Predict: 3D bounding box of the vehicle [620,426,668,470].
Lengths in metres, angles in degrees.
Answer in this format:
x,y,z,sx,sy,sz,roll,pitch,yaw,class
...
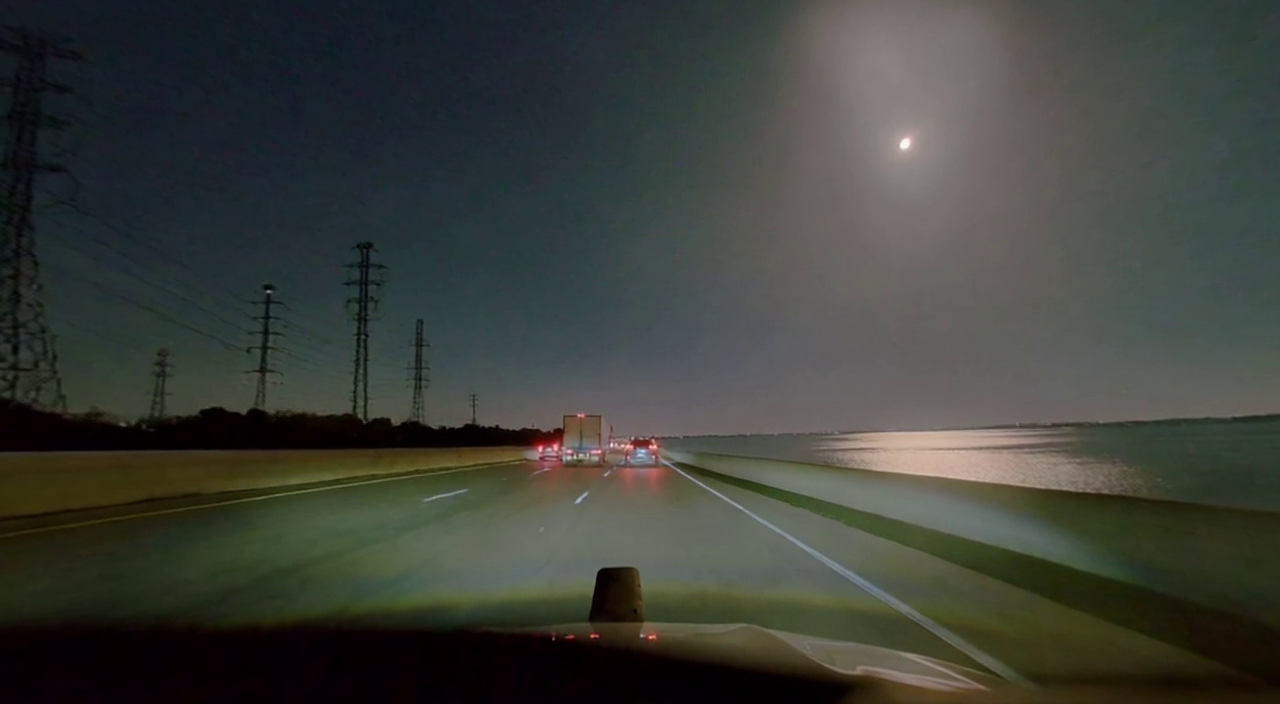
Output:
x,y,z,sx,sy,sz,roll,pitch,yaw,class
0.216,5.064,33.457,2.358,2.144,4.713,0,-8,1,vehicle

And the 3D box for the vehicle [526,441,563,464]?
x,y,z,sx,sy,sz,roll,pitch,yaw,class
-6.948,7.370,46.496,2.004,1.545,4.513,0,-8,0,vehicle

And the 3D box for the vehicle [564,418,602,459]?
x,y,z,sx,sy,sz,roll,pitch,yaw,class
-3.666,5.625,40.989,2.178,2.522,2.054,0,-8,1,vehicle
